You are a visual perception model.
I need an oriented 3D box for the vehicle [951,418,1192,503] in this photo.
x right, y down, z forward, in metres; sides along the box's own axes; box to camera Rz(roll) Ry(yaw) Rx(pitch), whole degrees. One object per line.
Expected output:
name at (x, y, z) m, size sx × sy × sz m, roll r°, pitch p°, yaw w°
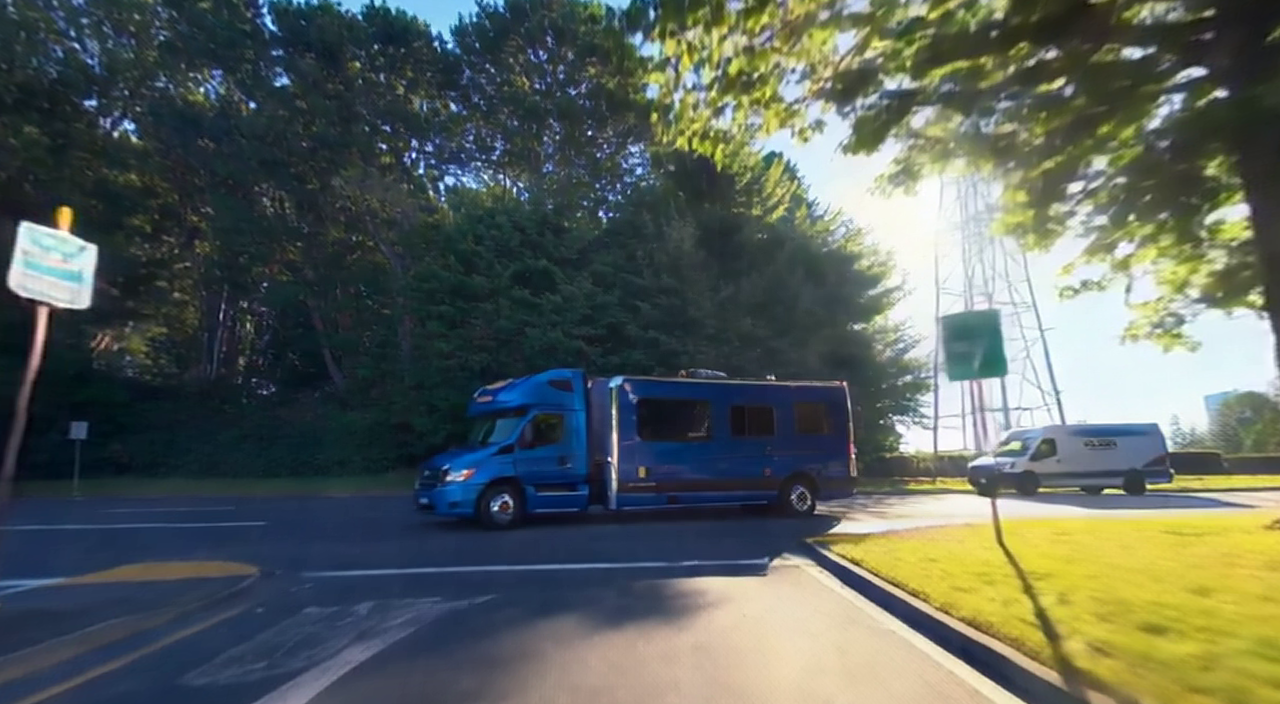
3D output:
vehicle at (13.310, 3.363, 19.731) m, size 5.923 × 2.424 × 2.247 m, roll 0°, pitch -9°, yaw -4°

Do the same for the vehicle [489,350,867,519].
vehicle at (1.221, 2.251, 16.860) m, size 9.765 × 3.622 × 2.740 m, roll 4°, pitch -10°, yaw -24°

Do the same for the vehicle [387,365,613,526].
vehicle at (-3.300, 2.188, 14.798) m, size 4.552 × 3.175 × 2.847 m, roll 4°, pitch -10°, yaw -25°
